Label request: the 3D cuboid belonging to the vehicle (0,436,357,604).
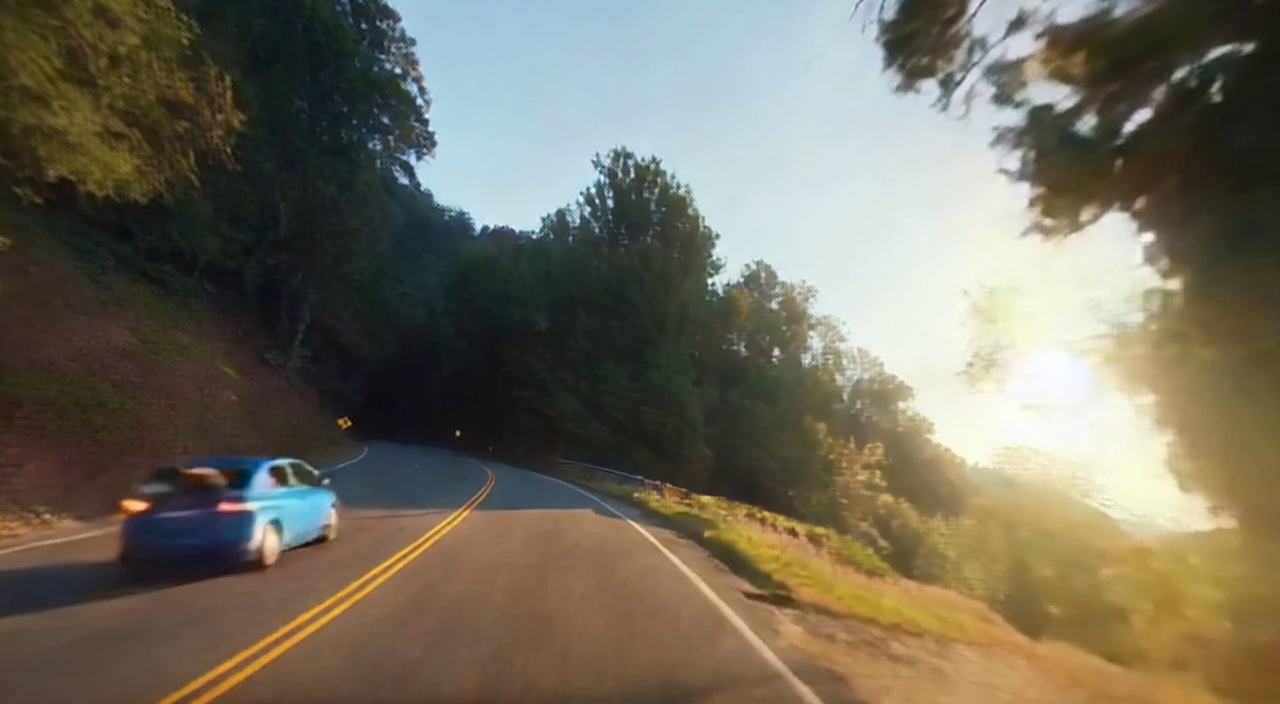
[{"bbox_3d":[-5.419,1.855,7.955,2.042,1.483,4.288,0,-9,-5],"label":"vehicle"}]
